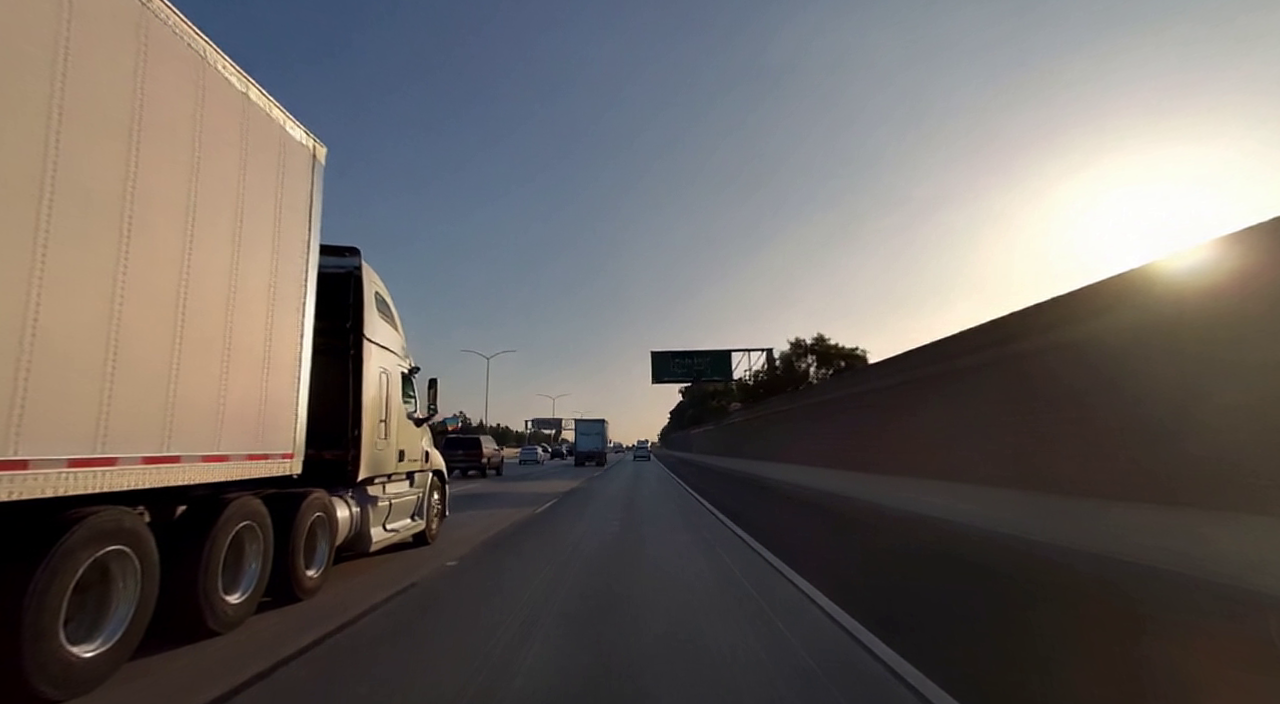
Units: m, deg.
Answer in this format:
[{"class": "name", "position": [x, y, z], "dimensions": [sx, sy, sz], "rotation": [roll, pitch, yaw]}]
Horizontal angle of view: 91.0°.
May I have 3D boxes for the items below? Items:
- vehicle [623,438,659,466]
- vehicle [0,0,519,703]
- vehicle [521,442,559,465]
[{"class": "vehicle", "position": [0.068, 6.376, 40.182], "dimensions": [2.178, 1.640, 4.071], "rotation": [0, -8, 1]}, {"class": "vehicle", "position": [-3.709, 0.605, 6.244], "dimensions": [3.025, 3.266, 9.256], "rotation": [0, -8, 1]}, {"class": "vehicle", "position": [-6.960, 7.106, 44.223], "dimensions": [1.962, 1.489, 4.002], "rotation": [0, -8, 1]}]
